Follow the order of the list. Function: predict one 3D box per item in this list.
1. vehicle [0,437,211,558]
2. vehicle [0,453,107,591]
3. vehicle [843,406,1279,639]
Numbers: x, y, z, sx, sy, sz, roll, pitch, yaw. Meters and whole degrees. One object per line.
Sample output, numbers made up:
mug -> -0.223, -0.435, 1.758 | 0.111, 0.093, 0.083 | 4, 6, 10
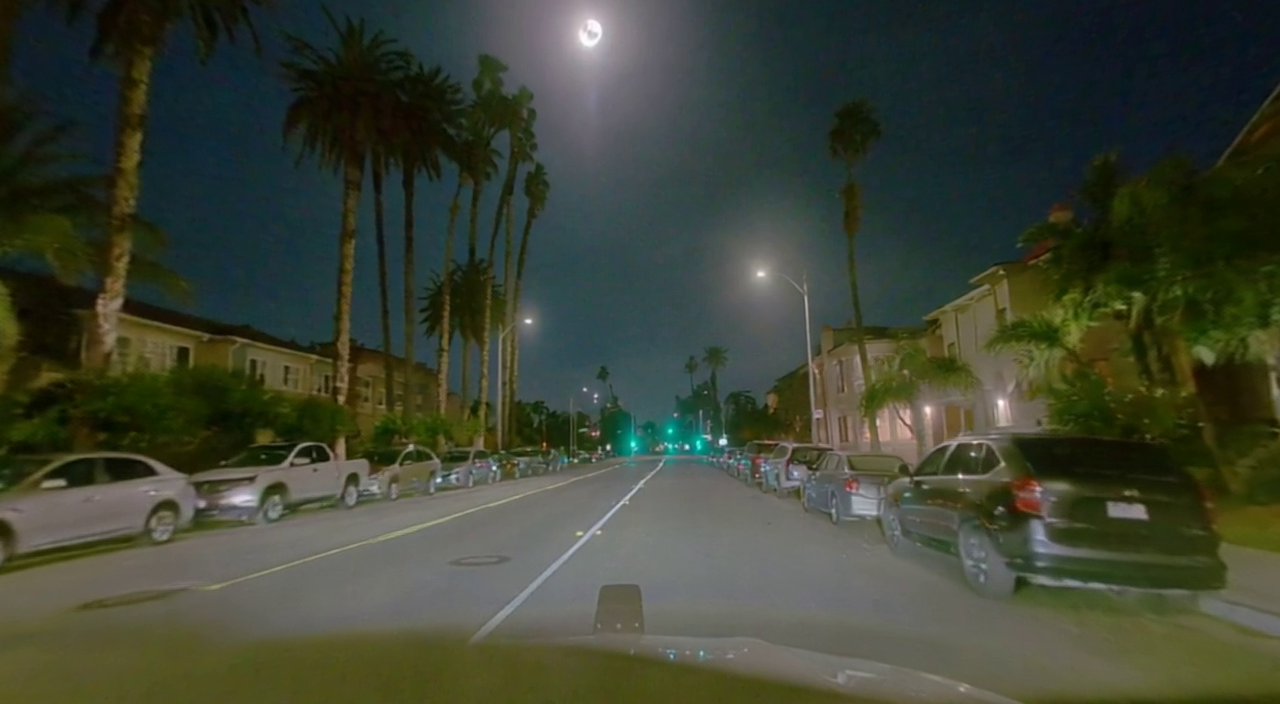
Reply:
vehicle -> -9.391, 2.202, 9.909 | 3.910, 1.684, 1.919 | 3, -9, -19
vehicle -> -9.028, 1.923, 7.295 | 3.871, 1.460, 1.839 | 3, -9, -18
vehicle -> 3.894, 1.562, 6.857 | 2.016, 1.670, 4.372 | 0, -8, 1
